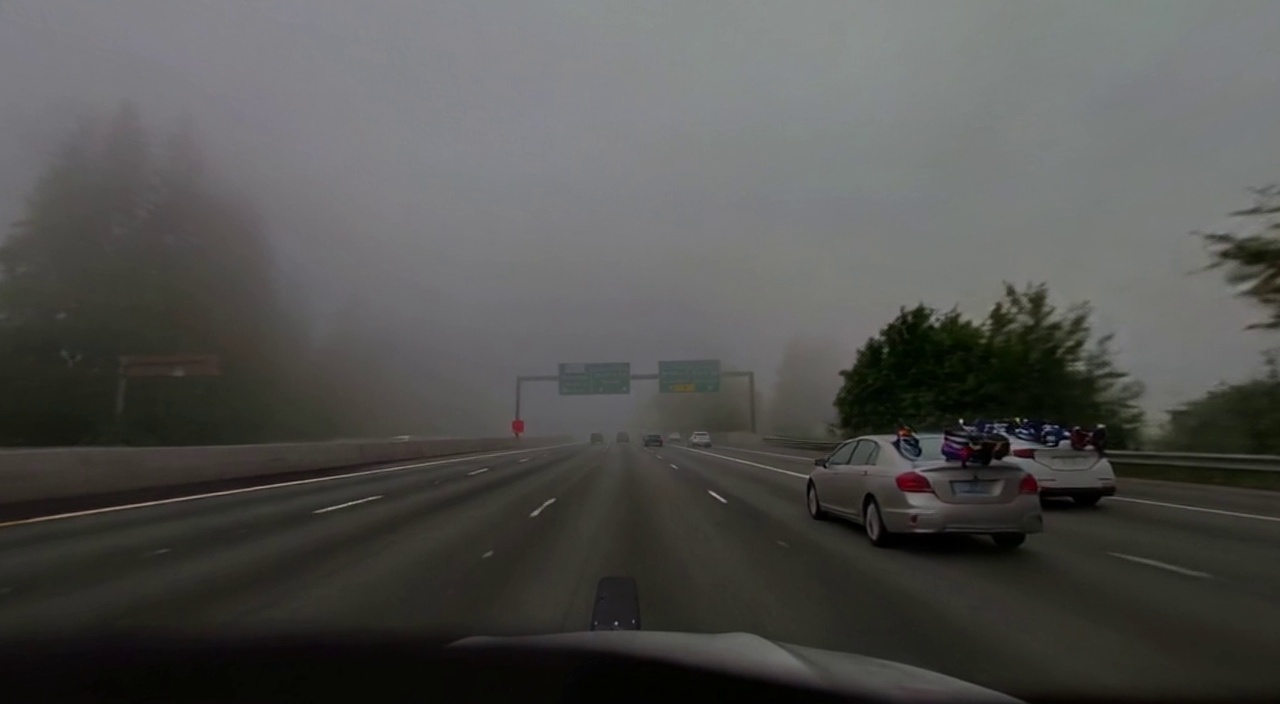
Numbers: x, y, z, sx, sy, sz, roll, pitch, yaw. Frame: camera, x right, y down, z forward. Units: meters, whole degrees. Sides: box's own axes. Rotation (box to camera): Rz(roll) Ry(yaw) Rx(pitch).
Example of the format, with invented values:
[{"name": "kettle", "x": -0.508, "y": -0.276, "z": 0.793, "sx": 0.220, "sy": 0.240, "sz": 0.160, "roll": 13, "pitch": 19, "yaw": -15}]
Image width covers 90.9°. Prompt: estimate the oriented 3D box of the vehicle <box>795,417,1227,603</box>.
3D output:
[{"name": "vehicle", "x": 3.506, "y": 1.540, "z": 7.300, "sx": 2.094, "sy": 1.441, "sz": 4.568, "roll": 0, "pitch": -8, "yaw": -3}]
